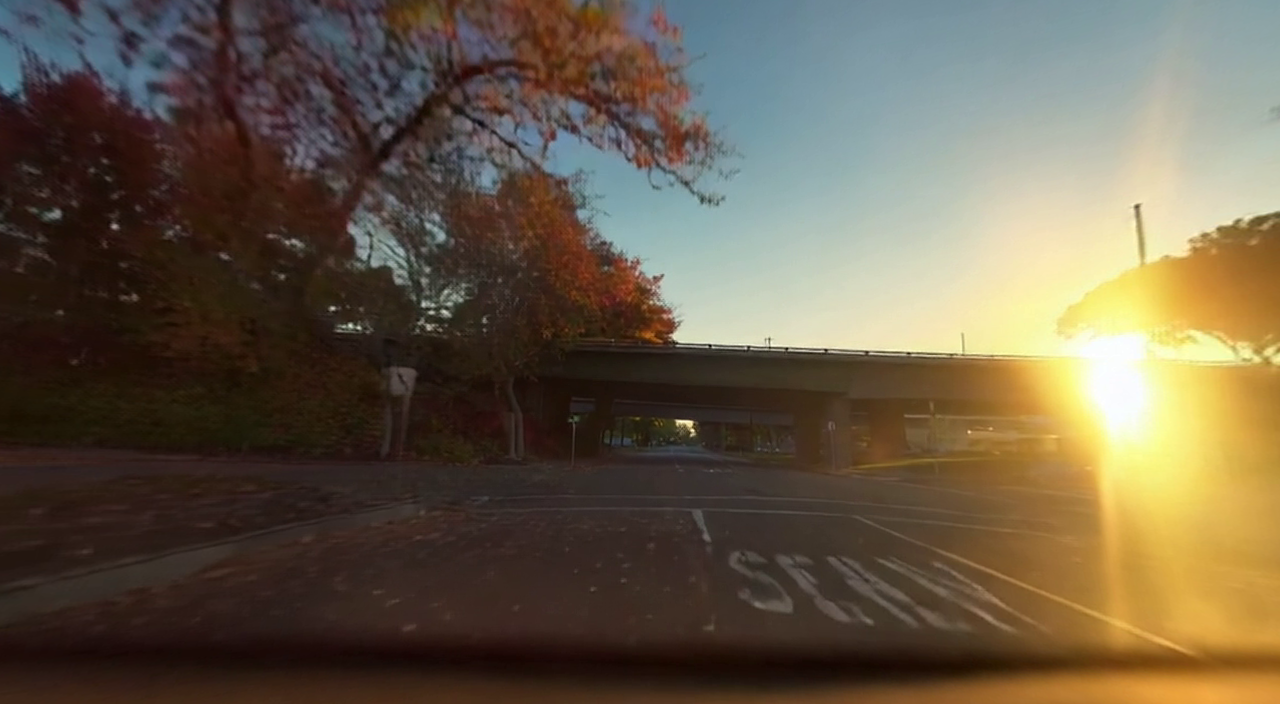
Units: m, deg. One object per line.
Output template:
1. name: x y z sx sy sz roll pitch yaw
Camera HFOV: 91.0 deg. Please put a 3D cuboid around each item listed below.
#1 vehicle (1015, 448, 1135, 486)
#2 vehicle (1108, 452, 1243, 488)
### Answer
1. vehicle: 21.161 5.537 30.771 2.066 1.654 4.269 7 -10 -36
2. vehicle: 25.116 5.487 29.674 1.842 1.508 4.412 7 -10 -36
